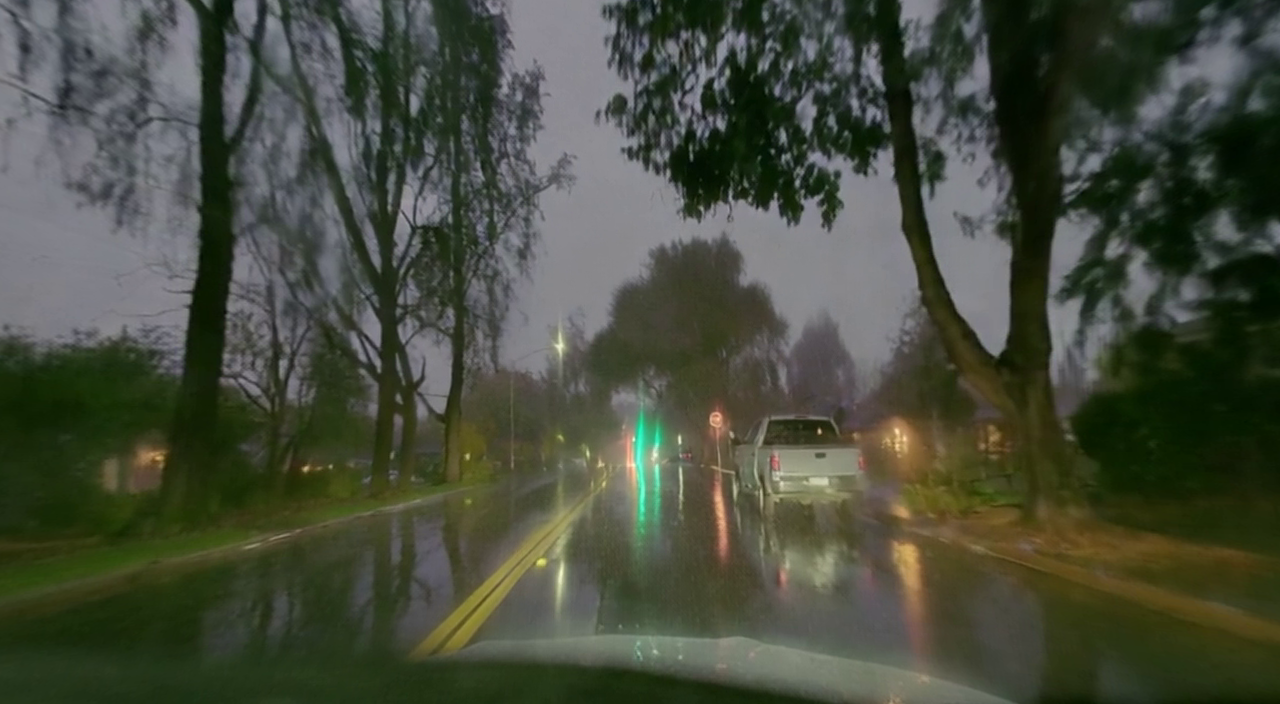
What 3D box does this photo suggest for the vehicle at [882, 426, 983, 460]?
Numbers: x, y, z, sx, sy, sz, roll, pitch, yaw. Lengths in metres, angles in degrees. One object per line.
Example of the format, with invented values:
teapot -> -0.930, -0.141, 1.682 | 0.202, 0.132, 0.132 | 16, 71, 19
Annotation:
vehicle -> 17.204, 5.397, 37.370 | 4.982, 1.874, 2.133 | -3, -9, 13

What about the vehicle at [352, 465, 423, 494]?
vehicle -> -18.103, 9.145, 45.299 | 4.274, 1.626, 2.093 | -6, -10, 10

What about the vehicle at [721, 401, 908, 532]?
vehicle -> 2.832, 2.009, 11.492 | 2.109, 1.875, 4.488 | -1, -9, 0
